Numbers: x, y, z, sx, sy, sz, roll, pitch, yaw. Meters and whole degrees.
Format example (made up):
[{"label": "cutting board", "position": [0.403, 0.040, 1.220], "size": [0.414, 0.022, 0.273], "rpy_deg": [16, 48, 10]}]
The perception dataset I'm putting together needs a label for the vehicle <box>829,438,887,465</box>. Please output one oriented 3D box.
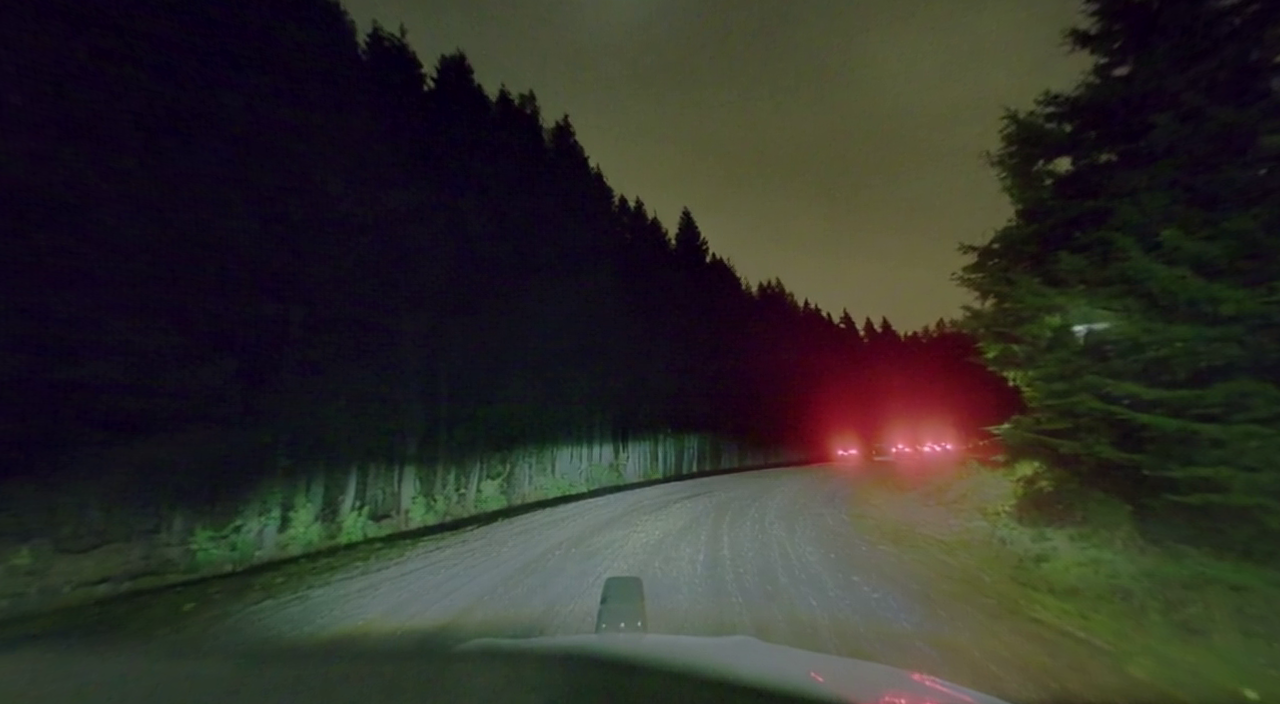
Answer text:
[{"label": "vehicle", "position": [15.606, 7.064, 44.849], "size": [4.257, 1.789, 1.988], "rpy_deg": [7, -10, -39]}]
